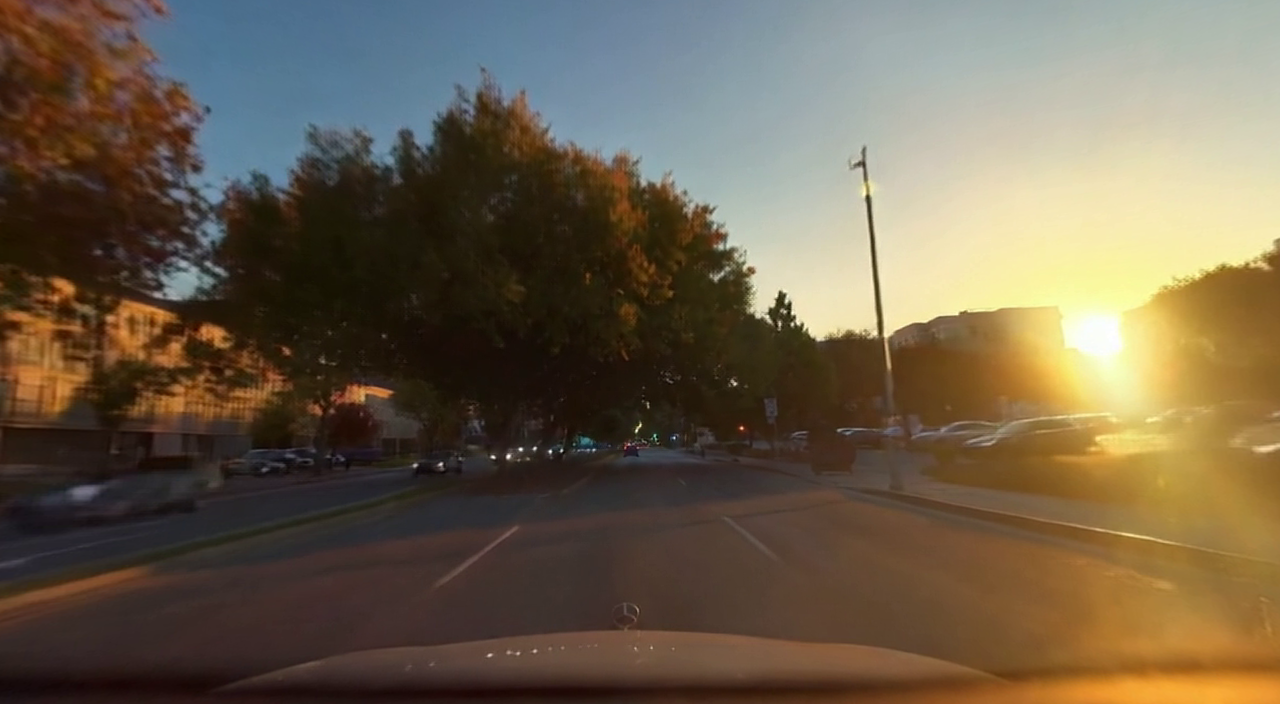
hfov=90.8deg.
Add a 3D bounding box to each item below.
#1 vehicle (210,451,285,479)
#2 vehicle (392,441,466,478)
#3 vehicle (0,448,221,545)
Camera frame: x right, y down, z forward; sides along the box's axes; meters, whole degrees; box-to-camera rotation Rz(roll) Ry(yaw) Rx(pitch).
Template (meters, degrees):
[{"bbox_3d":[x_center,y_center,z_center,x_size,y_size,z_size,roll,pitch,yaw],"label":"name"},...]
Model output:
[{"bbox_3d":[-27.093,7.781,43.764,1.849,1.724,4.516,-3,-9,9],"label":"vehicle"},{"bbox_3d":[-10.425,5.329,31.628,2.025,1.704,4.523,0,-9,1],"label":"vehicle"},{"bbox_3d":[-10.816,2.636,12.317,2.020,1.490,4.657,0,-8,1],"label":"vehicle"}]
